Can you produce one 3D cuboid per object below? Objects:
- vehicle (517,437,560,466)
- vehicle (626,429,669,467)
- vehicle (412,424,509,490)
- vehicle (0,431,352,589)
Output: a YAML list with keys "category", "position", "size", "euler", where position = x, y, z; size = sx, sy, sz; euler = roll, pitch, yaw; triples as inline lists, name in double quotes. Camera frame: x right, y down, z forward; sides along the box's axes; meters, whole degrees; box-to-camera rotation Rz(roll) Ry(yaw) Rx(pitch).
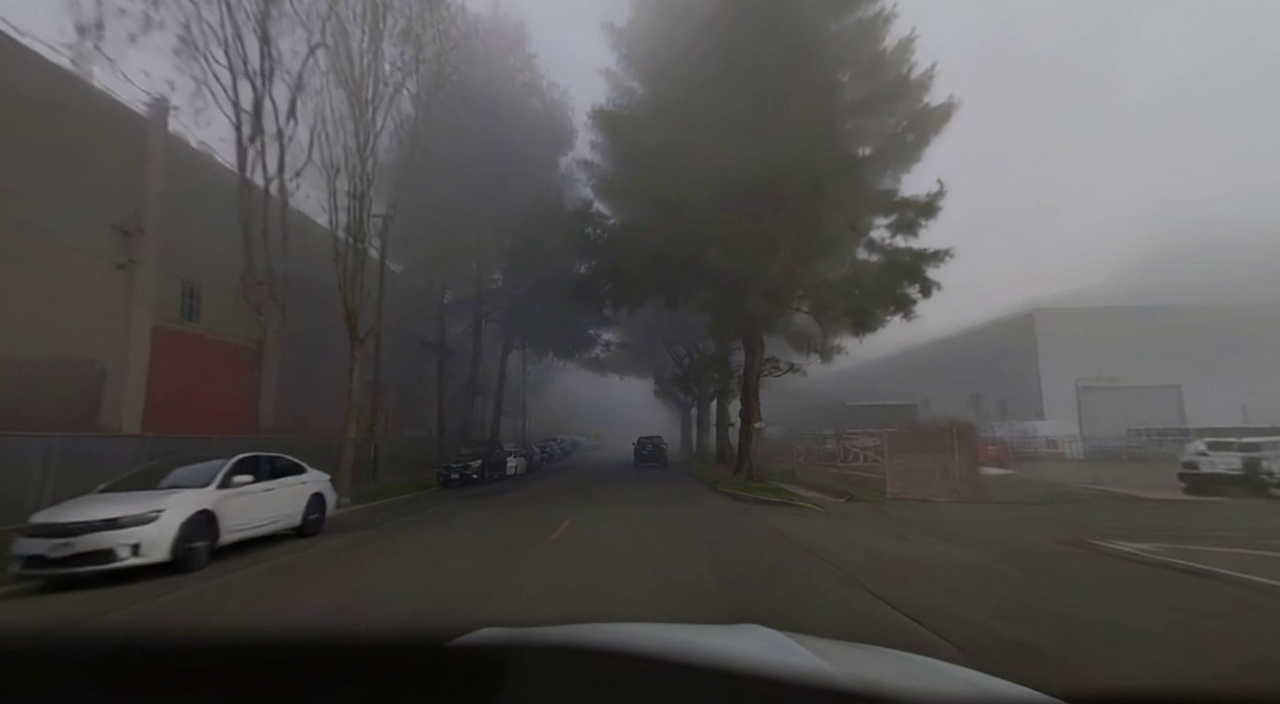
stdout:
- category: "vehicle"
  position: [-6.193, 6.117, 38.913]
  size: [1.926, 1.647, 4.185]
  euler: [0, -8, 1]
- category: "vehicle"
  position: [0.363, 5.155, 34.078]
  size: [2.152, 1.874, 4.042]
  euler: [0, -8, 0]
- category: "vehicle"
  position: [-6.251, 3.726, 22.560]
  size: [2.005, 1.989, 4.929]
  euler: [-3, -9, 0]
- category: "vehicle"
  position: [-5.801, 1.966, 8.563]
  size: [1.938, 1.500, 4.130]
  euler: [-3, -9, -2]
